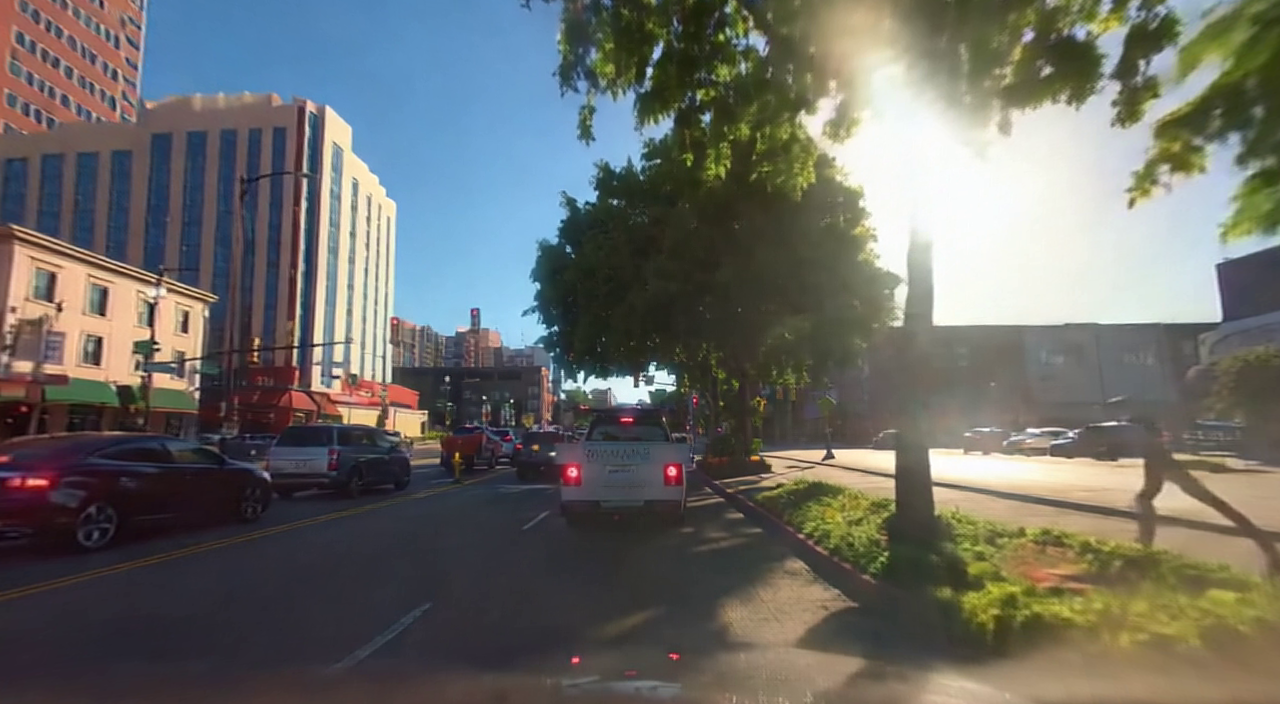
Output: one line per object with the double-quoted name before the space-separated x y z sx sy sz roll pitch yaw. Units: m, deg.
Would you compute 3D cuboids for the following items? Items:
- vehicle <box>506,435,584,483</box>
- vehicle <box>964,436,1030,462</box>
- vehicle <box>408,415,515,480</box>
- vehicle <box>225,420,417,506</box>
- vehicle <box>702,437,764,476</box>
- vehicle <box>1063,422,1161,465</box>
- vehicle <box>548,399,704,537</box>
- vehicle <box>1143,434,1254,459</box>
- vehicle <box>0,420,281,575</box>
"vehicle" -3.141 3.639 21.742 1.894 1.461 4.080 0 -8 2
"vehicle" 20.509 5.560 36.200 3.836 1.443 1.694 6 -10 -34
"vehicle" -6.270 3.449 22.818 2.496 2.112 4.351 0 -8 1
"vehicle" -6.988 2.477 14.480 1.941 1.655 4.503 0 -8 1
"vehicle" 3.696 4.228 25.785 2.023 1.441 4.240 0 -8 1
"vehicle" 19.609 3.795 26.136 4.156 1.622 1.924 6 -10 -35
"vehicle" -0.188 1.866 10.619 2.064 1.817 4.298 0 -8 0
"vehicle" 29.800 5.064 33.745 4.176 1.313 1.719 0 -9 3
"vehicle" -6.886 1.698 8.196 1.831 1.451 4.382 0 -8 0
